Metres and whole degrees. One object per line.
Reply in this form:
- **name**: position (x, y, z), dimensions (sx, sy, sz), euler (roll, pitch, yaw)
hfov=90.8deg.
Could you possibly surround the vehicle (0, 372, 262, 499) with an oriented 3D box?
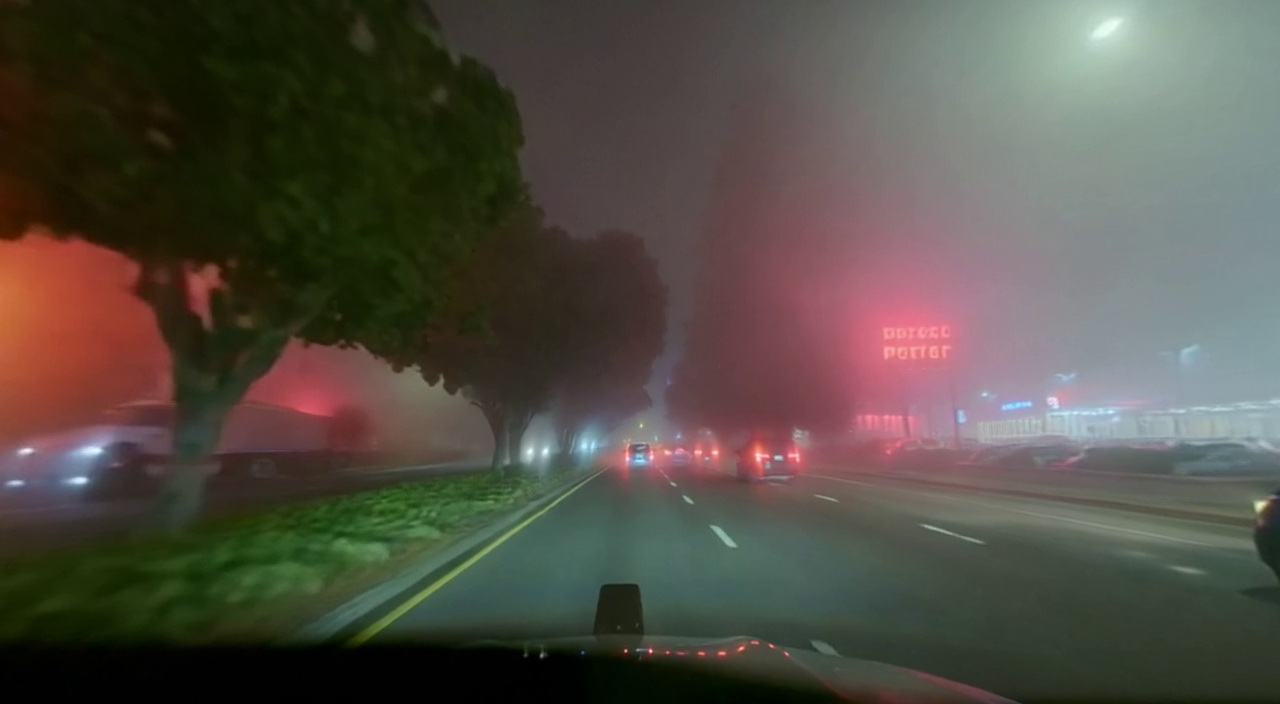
- **vehicle**: position (-19.131, 3.304, 24.561), dimensions (2.999, 4.017, 8.806), euler (-1, -8, 2)

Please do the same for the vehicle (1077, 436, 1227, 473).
- **vehicle**: position (20.346, 4.068, 25.250), dimensions (4.342, 1.388, 1.946), euler (0, -8, -2)

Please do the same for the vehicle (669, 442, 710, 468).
- **vehicle**: position (2.776, 5.869, 36.081), dimensions (1.970, 1.402, 3.756), euler (0, -8, -1)

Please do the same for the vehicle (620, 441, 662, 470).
- **vehicle**: position (0.032, 5.467, 33.454), dimensions (2.056, 1.440, 3.798), euler (0, -8, -1)

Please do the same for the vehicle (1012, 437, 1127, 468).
- **vehicle**: position (20.781, 4.862, 30.674), dimensions (4.176, 1.386, 1.865), euler (0, -8, -1)

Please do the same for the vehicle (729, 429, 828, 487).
- **vehicle**: position (4.734, 3.698, 22.401), dimensions (2.140, 1.811, 4.593), euler (0, -8, -4)
